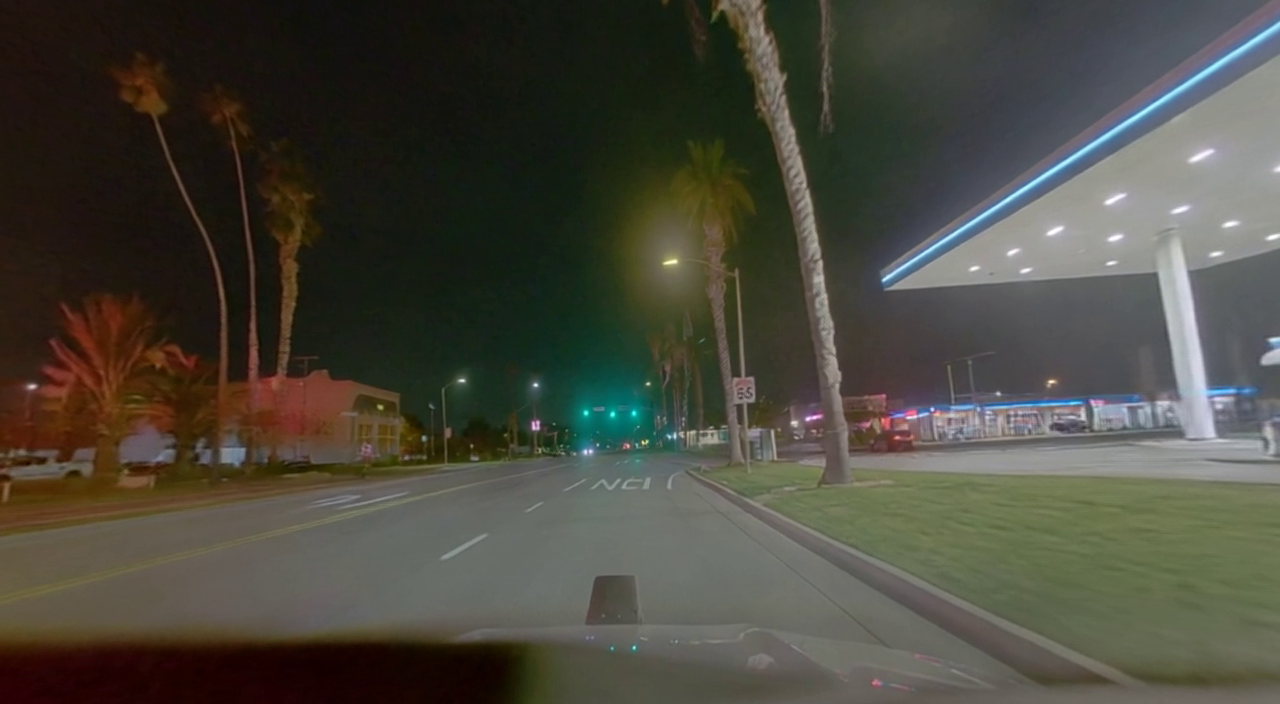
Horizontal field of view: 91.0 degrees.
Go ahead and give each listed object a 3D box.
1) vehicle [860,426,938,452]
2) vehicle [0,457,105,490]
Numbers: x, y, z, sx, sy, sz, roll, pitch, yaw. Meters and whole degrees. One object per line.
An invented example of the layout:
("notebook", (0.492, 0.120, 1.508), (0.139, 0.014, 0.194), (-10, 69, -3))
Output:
("vehicle", (18.490, 6.246, 45.090), (4.640, 1.800, 2.026), (0, -9, -2))
("vehicle", (-29.151, 5.883, 30.693), (4.420, 1.445, 1.954), (6, -11, -37))
